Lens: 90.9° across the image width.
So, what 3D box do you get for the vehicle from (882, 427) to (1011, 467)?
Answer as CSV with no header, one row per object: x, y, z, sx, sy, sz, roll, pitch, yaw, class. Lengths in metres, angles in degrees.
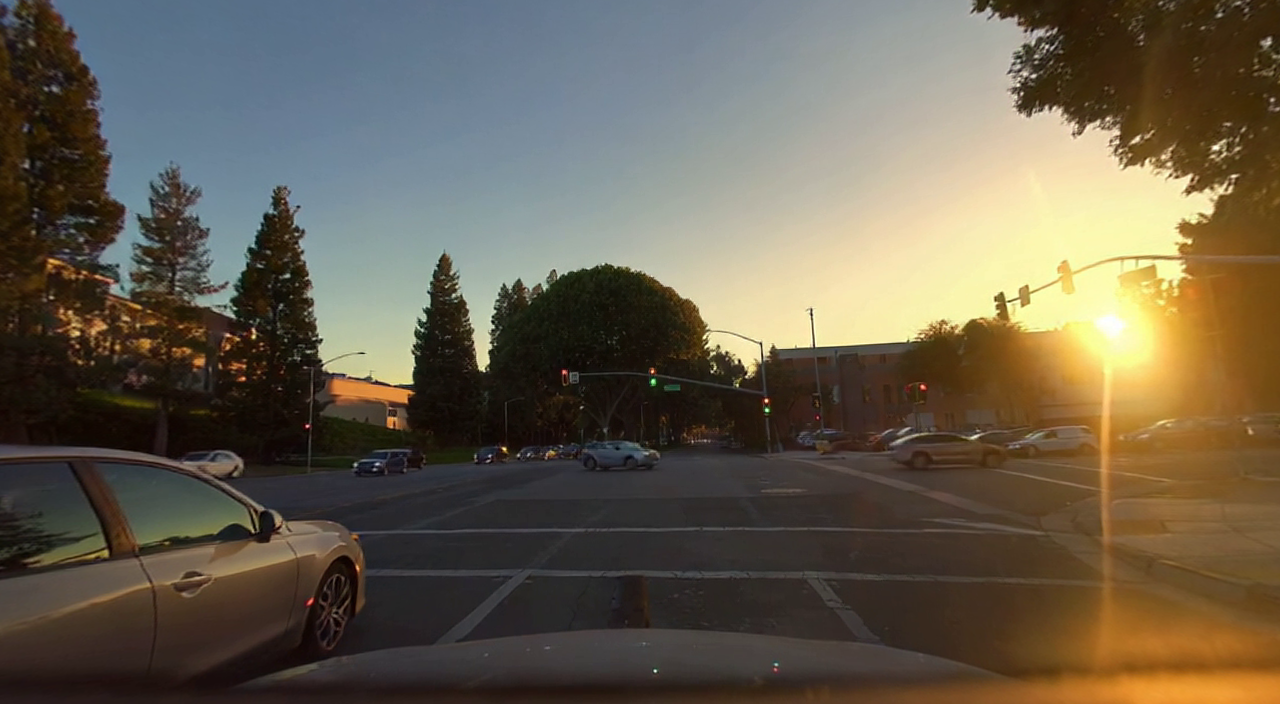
12.004,3.782,24.993,4.180,1.478,1.986,-2,-9,12,vehicle

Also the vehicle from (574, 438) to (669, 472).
-0.931,4.768,29.351,4.364,1.450,1.841,-8,-12,43,vehicle

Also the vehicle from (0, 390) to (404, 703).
-2.950,0.984,2.744,1.924,1.482,4.734,0,-8,1,vehicle

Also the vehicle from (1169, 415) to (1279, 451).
26.822,3.663,28.425,4.240,1.540,1.944,0,-9,-4,vehicle

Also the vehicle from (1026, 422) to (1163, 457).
19.919,3.858,27.742,4.552,1.492,2.002,0,-9,-4,vehicle
